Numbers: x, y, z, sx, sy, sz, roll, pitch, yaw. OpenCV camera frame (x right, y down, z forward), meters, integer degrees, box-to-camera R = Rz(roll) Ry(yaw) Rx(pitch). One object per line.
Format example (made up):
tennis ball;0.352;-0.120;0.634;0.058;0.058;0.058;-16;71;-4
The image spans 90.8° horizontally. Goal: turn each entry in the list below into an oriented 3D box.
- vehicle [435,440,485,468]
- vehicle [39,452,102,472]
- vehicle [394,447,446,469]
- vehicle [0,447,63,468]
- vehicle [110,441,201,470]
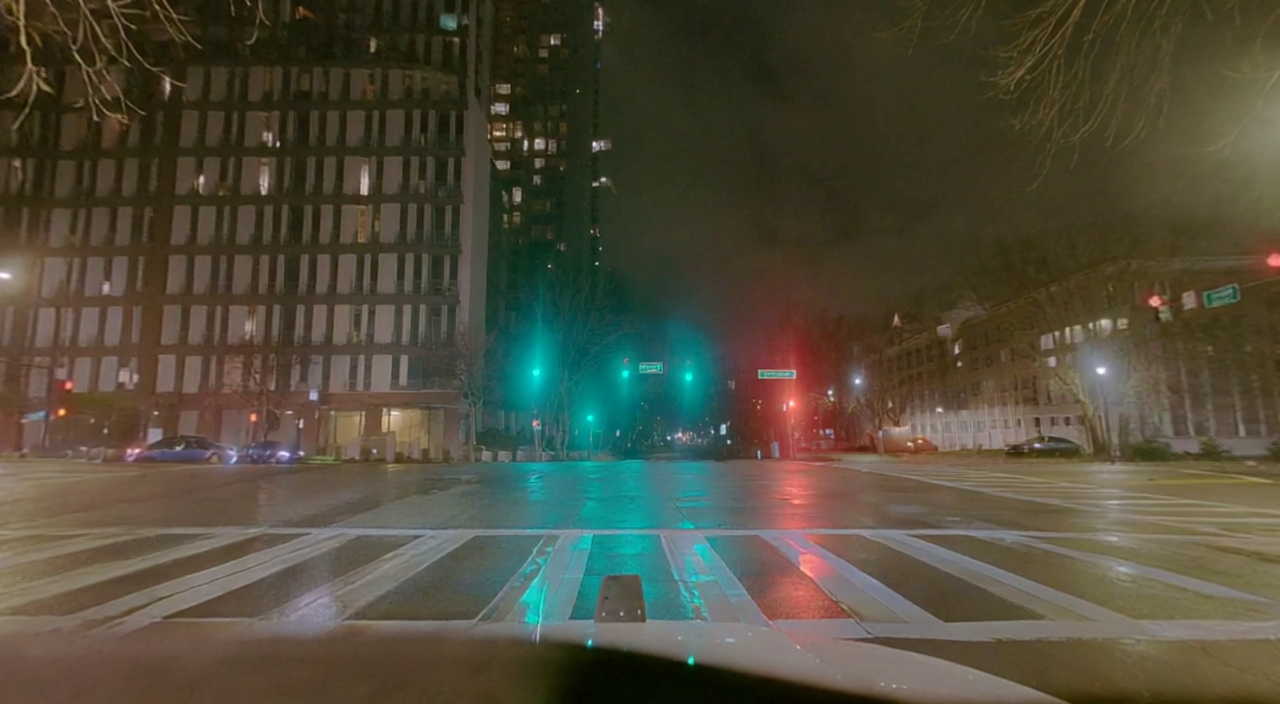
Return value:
vehicle;-11.959;6.798;42.319;2.080;1.763;4.341;0;-8;0
vehicle;-41.601;8.021;46.220;1.552;1.339;3.340;-2;-9;0
vehicle;-15.520;7.450;44.808;2.056;1.450;4.343;0;-8;1
vehicle;-45.255;7.769;46.587;1.858;1.467;3.624;0;-8;0
vehicle;-34.905;7.423;45.729;2.204;1.955;5.518;0;-8;0
